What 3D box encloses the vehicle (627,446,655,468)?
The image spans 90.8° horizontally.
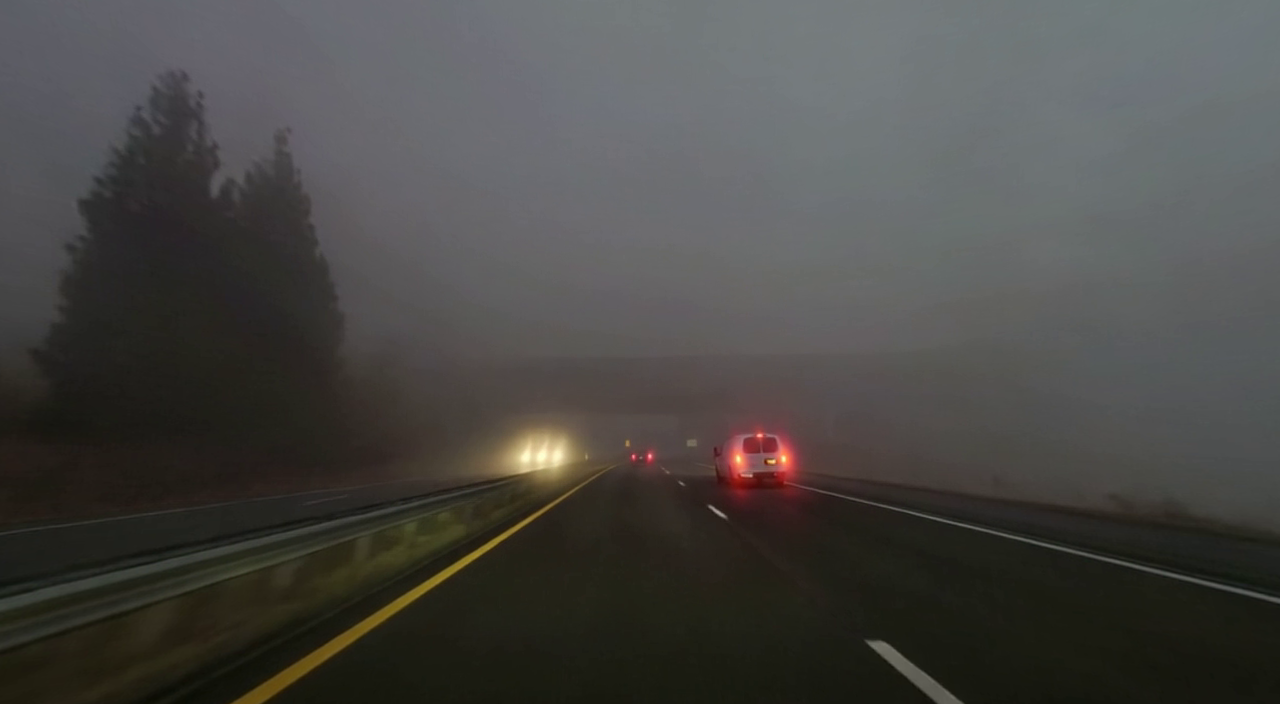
[{"bbox_3d":[0.133,8.116,48.753,2.013,1.584,3.995,0,-9,2],"label":"vehicle"}]

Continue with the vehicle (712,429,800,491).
[{"bbox_3d":[4.129,3.968,23.480,2.152,1.998,5.380,0,-9,-1],"label":"vehicle"}]
